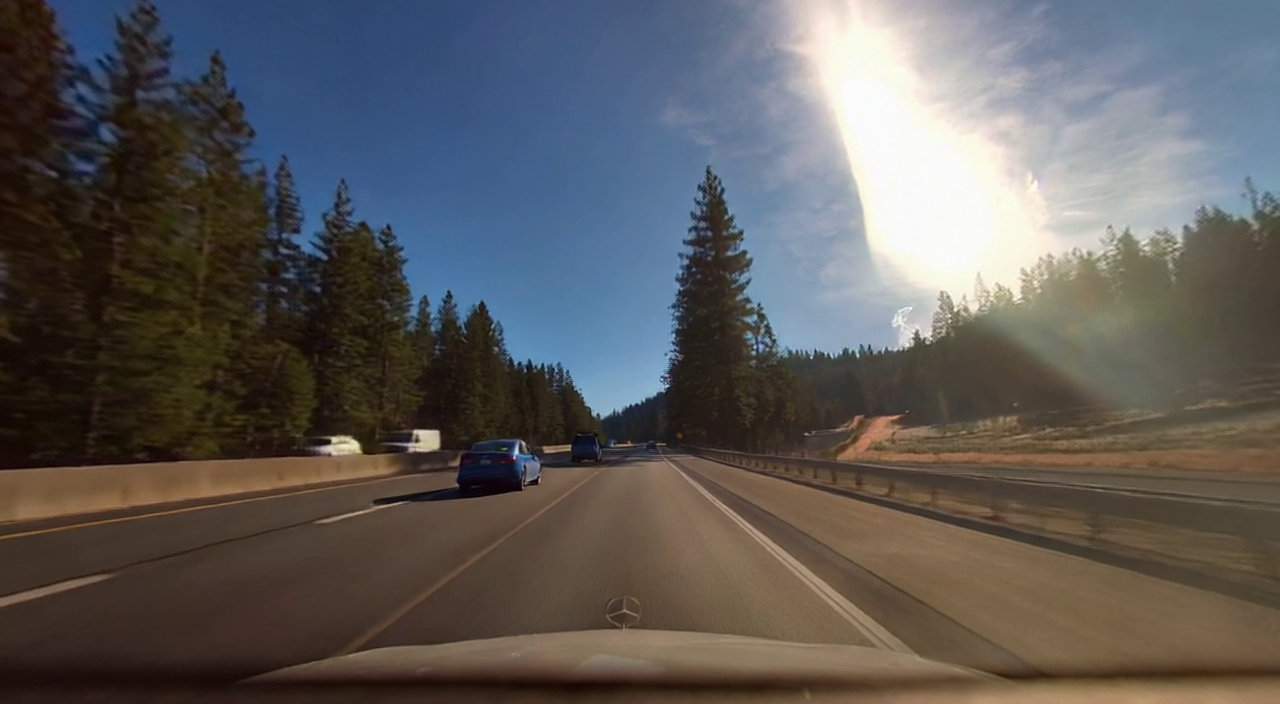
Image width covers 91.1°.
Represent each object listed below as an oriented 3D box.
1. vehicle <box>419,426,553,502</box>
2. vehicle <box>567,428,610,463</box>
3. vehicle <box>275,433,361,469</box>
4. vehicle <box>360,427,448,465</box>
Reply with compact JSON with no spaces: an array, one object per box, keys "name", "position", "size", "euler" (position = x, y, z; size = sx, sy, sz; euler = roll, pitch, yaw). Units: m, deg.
[{"name":"vehicle","position":[-3.612,2.733,15.770],"size":[2.053,1.589,4.671],"euler":[0,-8,2]},{"name":"vehicle","position":[-3.262,6.040,40.690],"size":[2.241,2.095,4.985],"euler":[0,-8,2]},{"name":"vehicle","position":[-17.146,5.303,33.714],"size":[2.072,1.769,4.653],"euler":[0,-8,1]},{"name":"vehicle","position":[-12.736,5.144,34.427],"size":[2.332,1.841,5.962],"euler":[0,-8,2]}]
